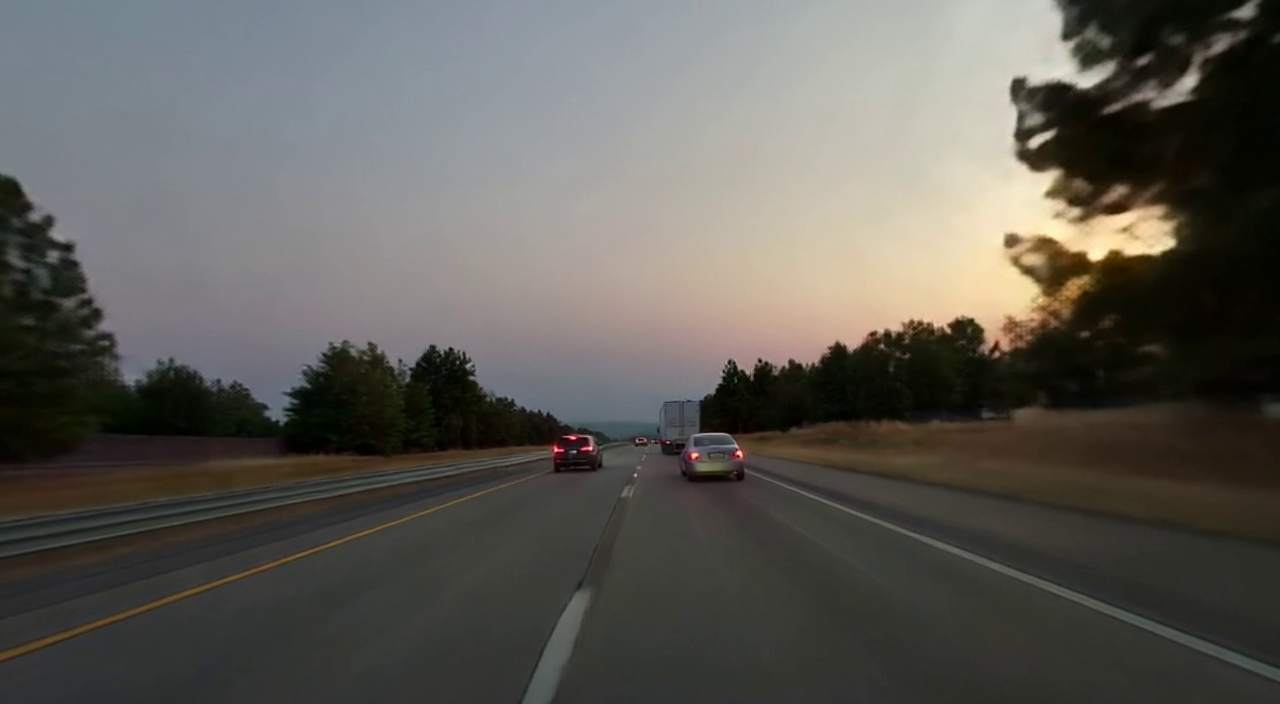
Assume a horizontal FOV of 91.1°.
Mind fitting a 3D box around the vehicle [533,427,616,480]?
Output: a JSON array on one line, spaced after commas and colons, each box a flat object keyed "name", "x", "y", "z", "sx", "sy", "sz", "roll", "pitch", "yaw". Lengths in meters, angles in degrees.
[{"name": "vehicle", "x": -2.127, "y": 3.485, "z": 21.986, "sx": 2.192, "sy": 1.623, "sz": 4.887, "roll": 0, "pitch": -8, "yaw": 2}]

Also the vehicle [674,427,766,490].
[{"name": "vehicle", "x": 2.079, "y": 2.922, "z": 17.673, "sx": 2.072, "sy": 1.534, "sz": 4.300, "roll": 0, "pitch": -8, "yaw": 1}]
